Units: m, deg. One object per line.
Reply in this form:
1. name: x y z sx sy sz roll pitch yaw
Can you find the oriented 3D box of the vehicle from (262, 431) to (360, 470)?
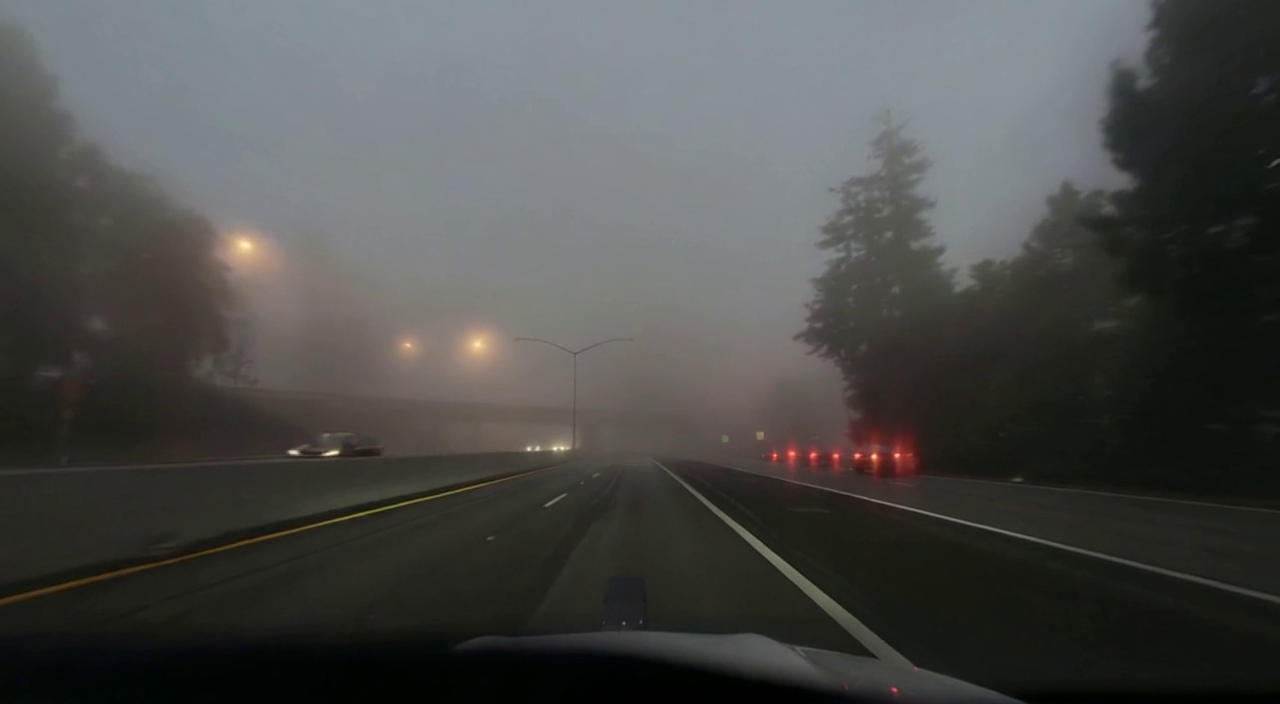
1. vehicle: -15.059 4.556 29.233 1.957 1.648 4.783 0 -9 0
